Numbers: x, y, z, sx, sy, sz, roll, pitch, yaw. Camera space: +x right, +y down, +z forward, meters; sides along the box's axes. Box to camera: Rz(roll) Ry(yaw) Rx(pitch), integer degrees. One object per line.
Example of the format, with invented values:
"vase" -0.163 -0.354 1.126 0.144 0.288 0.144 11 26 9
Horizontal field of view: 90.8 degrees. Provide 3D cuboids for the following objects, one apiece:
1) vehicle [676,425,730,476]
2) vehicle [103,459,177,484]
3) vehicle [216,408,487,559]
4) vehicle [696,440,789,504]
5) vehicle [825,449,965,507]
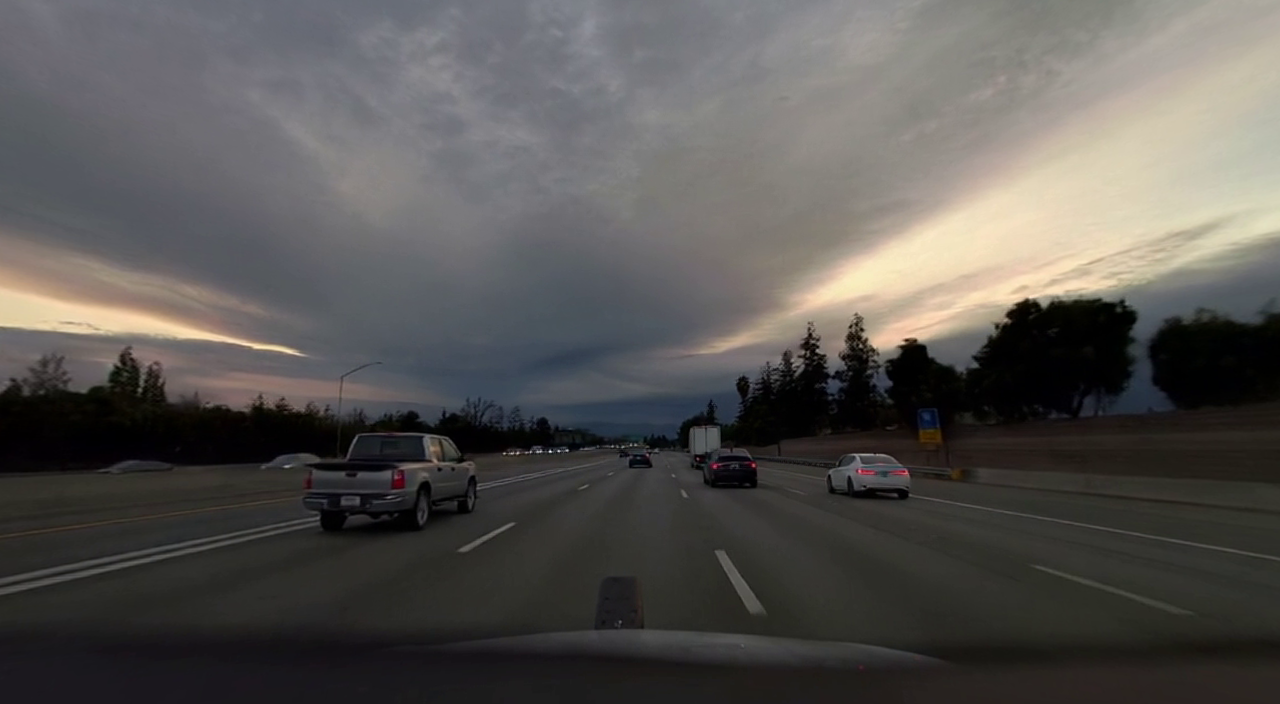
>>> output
"vehicle" 4.373 7.145 46.039 2.954 3.223 10.034 0 -9 1
"vehicle" -29.978 7.152 38.001 1.570 1.353 3.376 0 -9 2
"vehicle" -4.308 2.060 10.692 2.036 1.892 5.214 0 -9 1
"vehicle" 3.023 3.639 19.634 2.103 1.717 4.399 0 -9 -1
"vehicle" 7.271 3.611 18.666 2.146 1.482 4.665 0 -9 -1
